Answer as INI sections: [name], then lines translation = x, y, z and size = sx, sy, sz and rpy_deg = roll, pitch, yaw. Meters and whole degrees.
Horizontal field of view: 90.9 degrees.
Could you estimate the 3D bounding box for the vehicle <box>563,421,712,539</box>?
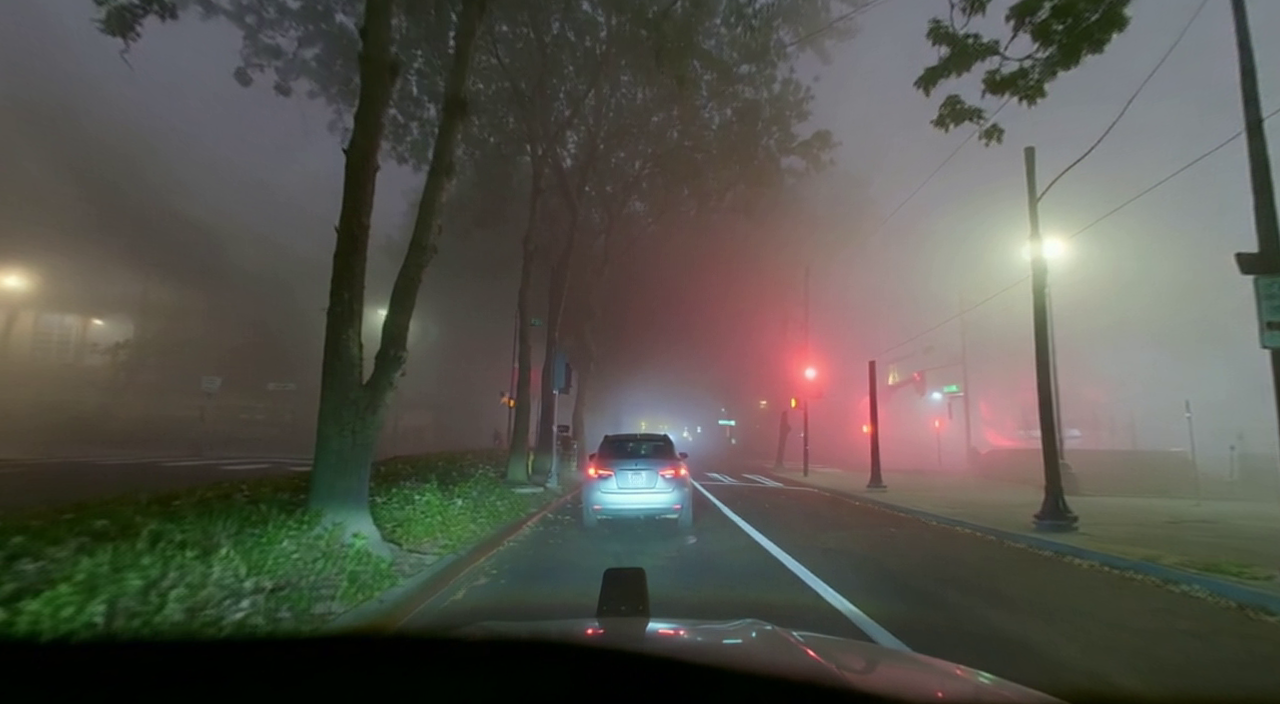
[vehicle]
translation = -0.082, 2.079, 10.832
size = 2.079, 1.621, 3.861
rpy_deg = 0, -8, -1
